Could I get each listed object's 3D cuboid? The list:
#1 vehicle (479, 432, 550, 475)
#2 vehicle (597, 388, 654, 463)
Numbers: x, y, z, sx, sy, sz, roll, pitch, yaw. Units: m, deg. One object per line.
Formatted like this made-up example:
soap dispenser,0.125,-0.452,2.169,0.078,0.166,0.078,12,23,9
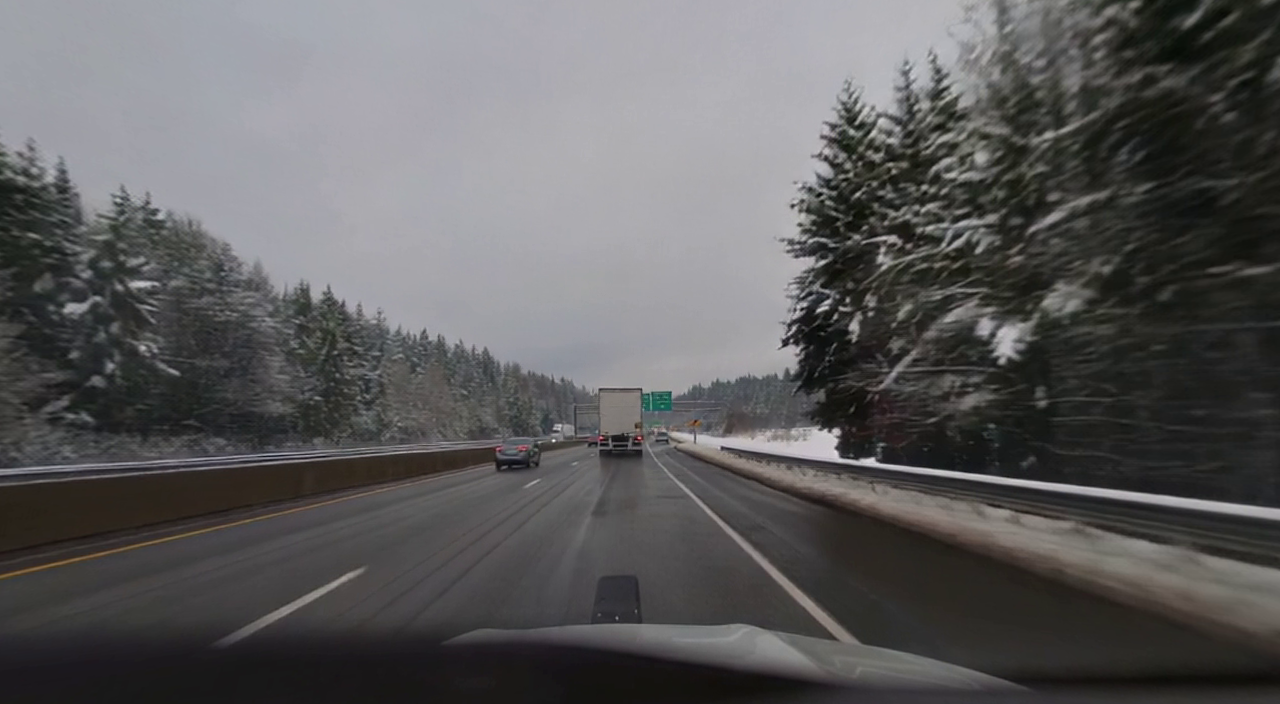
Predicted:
vehicle,-4.742,3.873,24.375,1.931,1.479,4.083,0,-8,-1
vehicle,-0.851,4.228,35.734,2.855,3.741,8.587,0,-8,-2
